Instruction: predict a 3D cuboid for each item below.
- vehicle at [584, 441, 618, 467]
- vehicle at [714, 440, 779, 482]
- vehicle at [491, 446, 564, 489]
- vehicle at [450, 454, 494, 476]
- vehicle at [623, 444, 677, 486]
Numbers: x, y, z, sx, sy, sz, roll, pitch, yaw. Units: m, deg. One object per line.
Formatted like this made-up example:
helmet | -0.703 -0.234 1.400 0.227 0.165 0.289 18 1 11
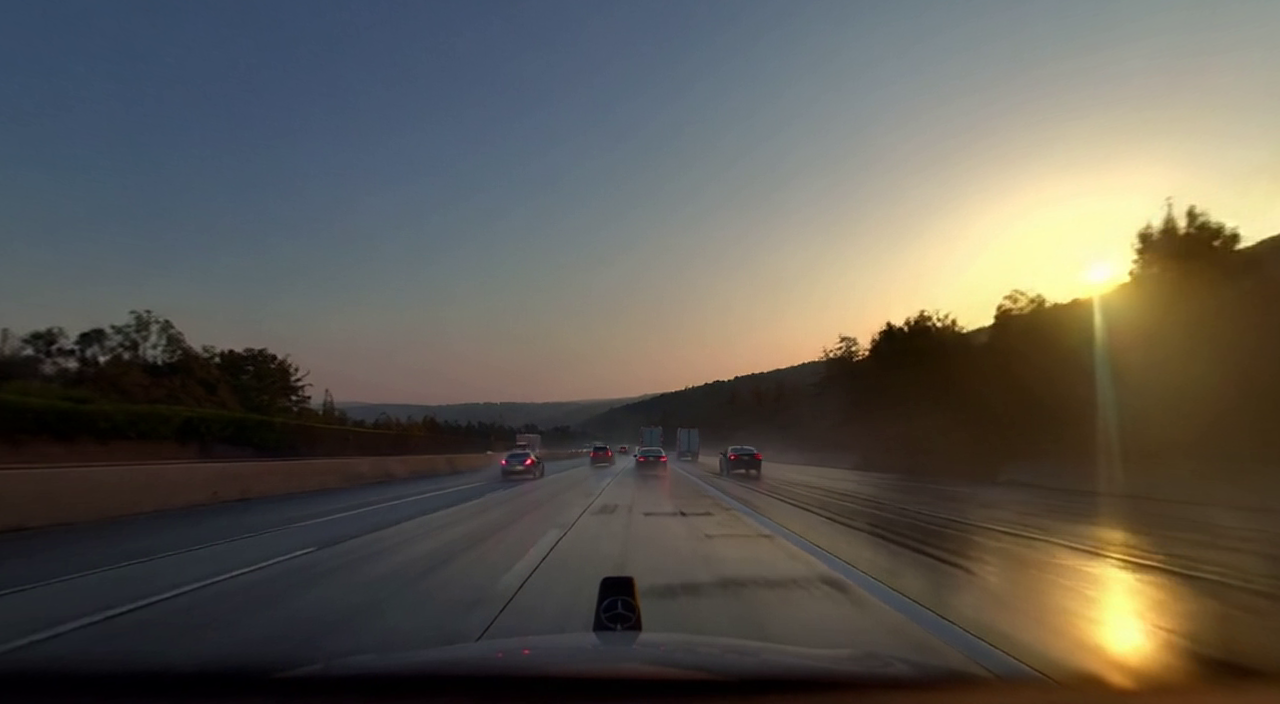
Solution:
vehicle | -2.996 8.018 49.330 2.230 1.973 4.403 -1 -9 2
vehicle | 4.477 4.666 27.016 2.018 1.639 4.149 0 -9 -1
vehicle | -4.223 4.420 24.275 1.967 1.473 4.439 0 -9 1
vehicle | -12.452 8.360 46.725 1.923 1.488 4.501 0 -9 1
vehicle | 0.367 4.543 25.456 2.015 1.526 4.286 0 -9 0
